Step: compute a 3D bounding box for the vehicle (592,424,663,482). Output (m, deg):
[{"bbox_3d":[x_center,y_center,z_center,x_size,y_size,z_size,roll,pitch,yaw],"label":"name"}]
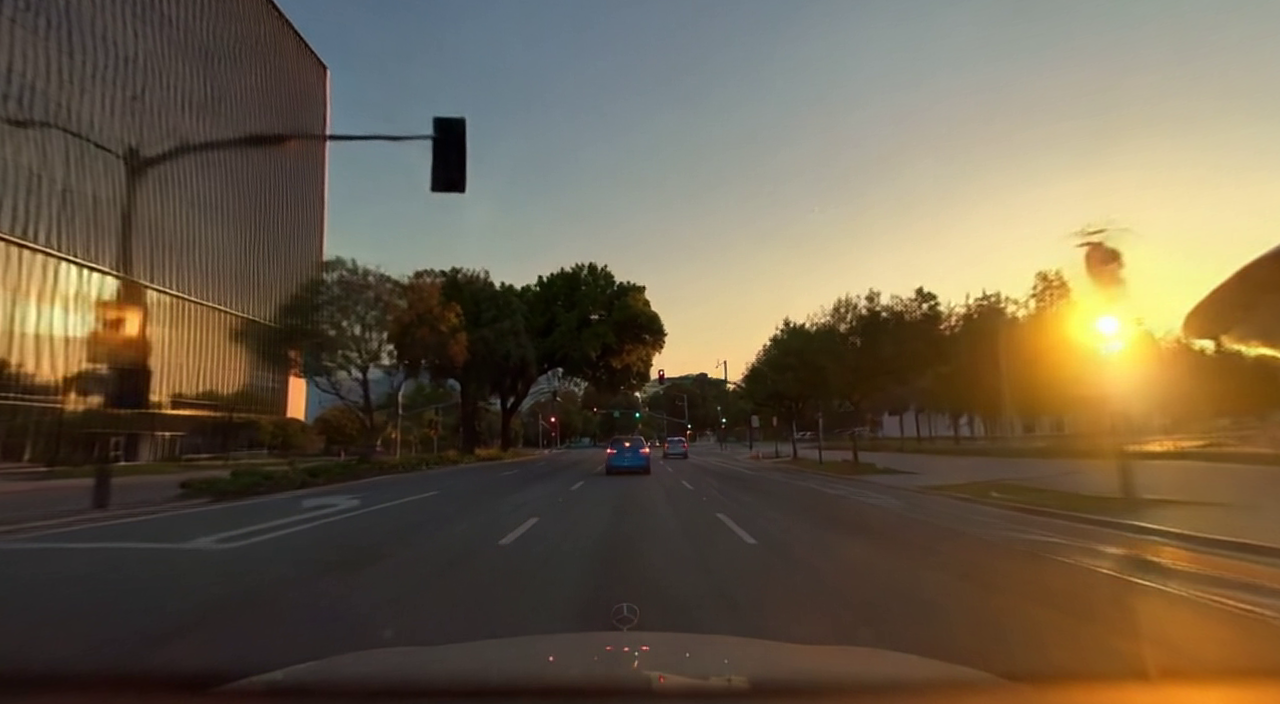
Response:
[{"bbox_3d":[-0.438,3.624,22.840,2.313,1.860,4.319,0,-9,-1],"label":"vehicle"}]
